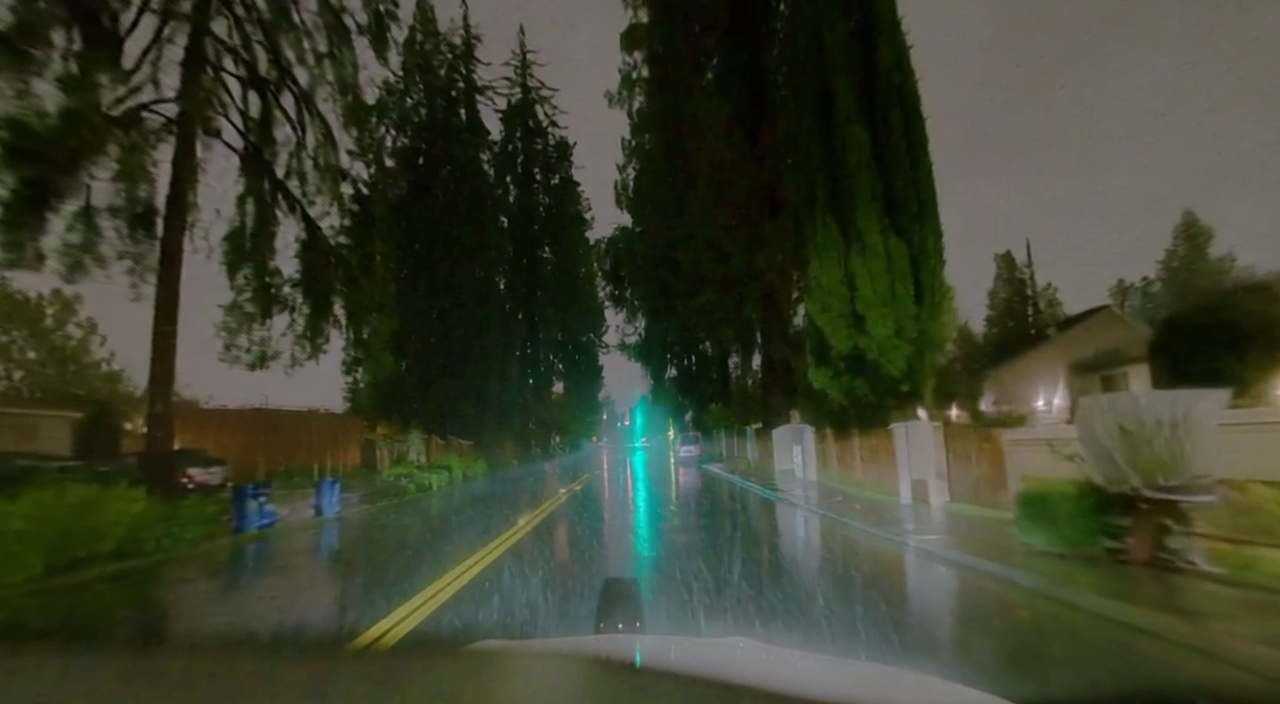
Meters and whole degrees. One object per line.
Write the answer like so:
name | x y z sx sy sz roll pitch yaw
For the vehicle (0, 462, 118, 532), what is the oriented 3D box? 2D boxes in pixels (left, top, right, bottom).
vehicle | -15.443 3.512 15.758 4.273 1.459 2.000 -5 -9 25

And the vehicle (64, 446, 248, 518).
vehicle | -14.271 3.714 18.569 5.275 1.807 2.279 -6 -10 29

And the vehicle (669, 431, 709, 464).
vehicle | 2.961 5.923 39.143 2.125 1.861 4.564 -1 -8 0
